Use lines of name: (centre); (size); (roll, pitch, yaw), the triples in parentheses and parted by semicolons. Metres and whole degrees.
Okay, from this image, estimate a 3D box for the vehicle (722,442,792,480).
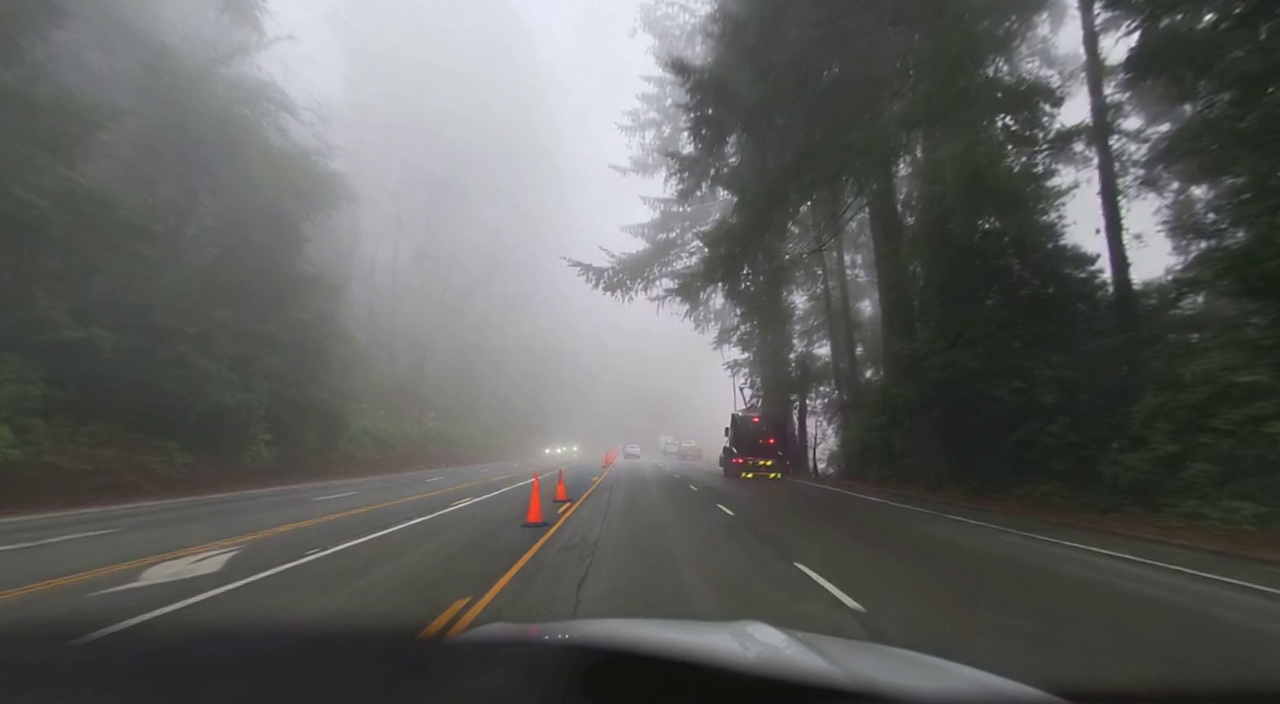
vehicle: (5.564, 5.251, 30.796); (2.324, 1.655, 5.738); (0, -8, 0)
